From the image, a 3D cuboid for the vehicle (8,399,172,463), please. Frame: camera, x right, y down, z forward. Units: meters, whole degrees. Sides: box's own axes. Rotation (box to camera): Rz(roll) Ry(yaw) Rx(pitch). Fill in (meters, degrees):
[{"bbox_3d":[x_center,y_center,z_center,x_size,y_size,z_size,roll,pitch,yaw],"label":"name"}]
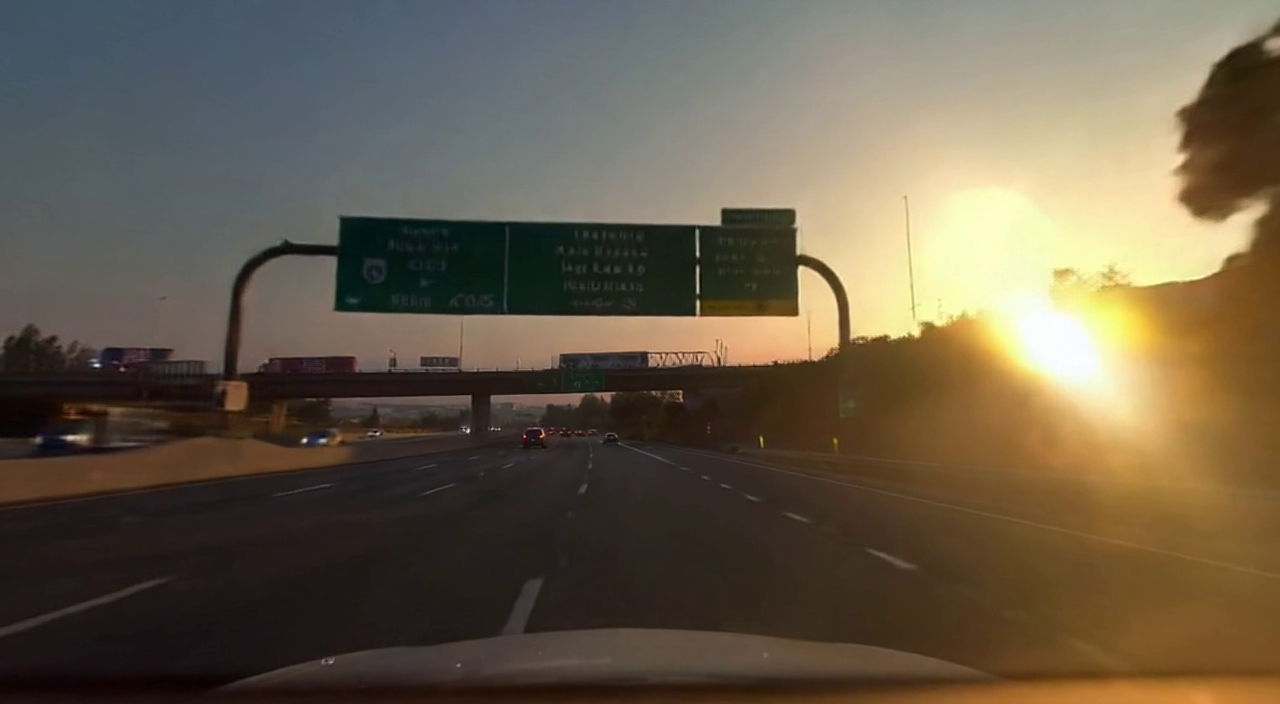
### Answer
[{"bbox_3d":[-29.567,4.333,34.331,2.628,3.088,7.182,0,-8,-3],"label":"vehicle"}]
